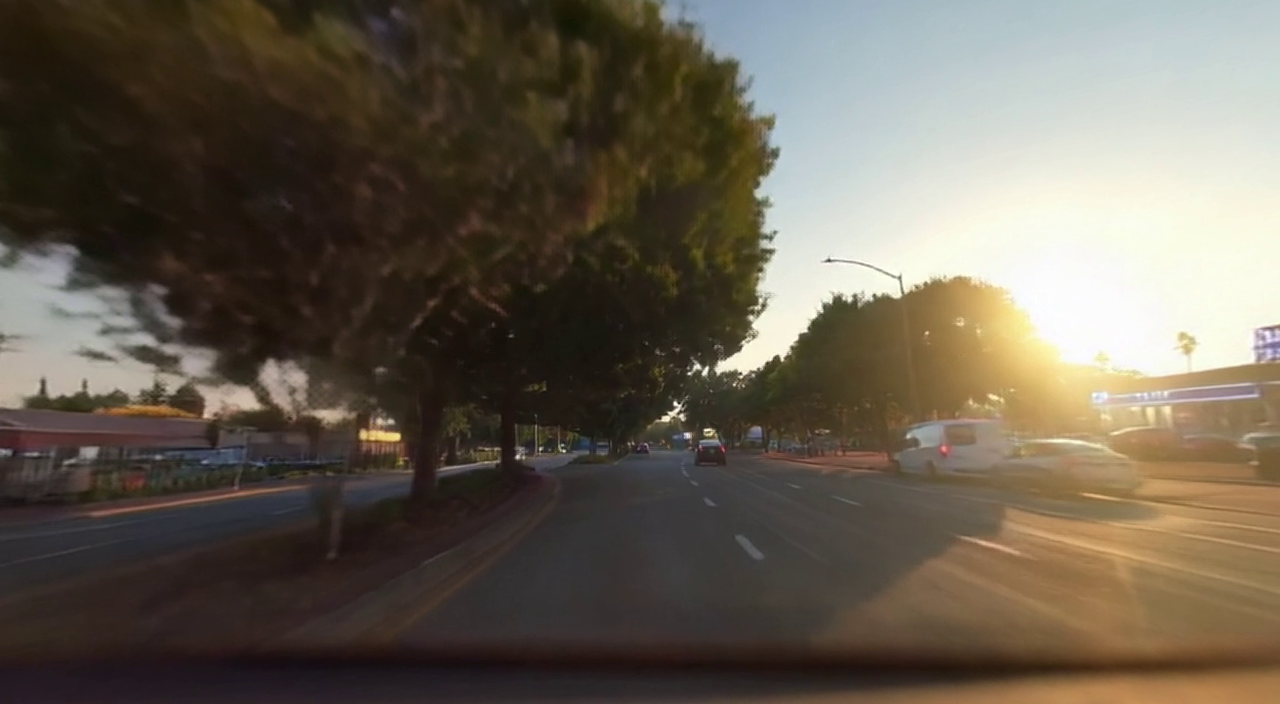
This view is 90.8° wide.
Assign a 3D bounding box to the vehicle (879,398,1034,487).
[{"bbox_3d":[10.949,3.236,22.580,2.507,2.745,5.779,0,-9,0],"label":"vehicle"}]

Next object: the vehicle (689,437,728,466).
[{"bbox_3d":[4.167,6.103,38.899,1.957,1.643,4.226,0,-9,0],"label":"vehicle"}]

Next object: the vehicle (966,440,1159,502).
[{"bbox_3d":[10.880,3.080,16.845,1.857,1.411,4.859,0,-9,1],"label":"vehicle"}]
